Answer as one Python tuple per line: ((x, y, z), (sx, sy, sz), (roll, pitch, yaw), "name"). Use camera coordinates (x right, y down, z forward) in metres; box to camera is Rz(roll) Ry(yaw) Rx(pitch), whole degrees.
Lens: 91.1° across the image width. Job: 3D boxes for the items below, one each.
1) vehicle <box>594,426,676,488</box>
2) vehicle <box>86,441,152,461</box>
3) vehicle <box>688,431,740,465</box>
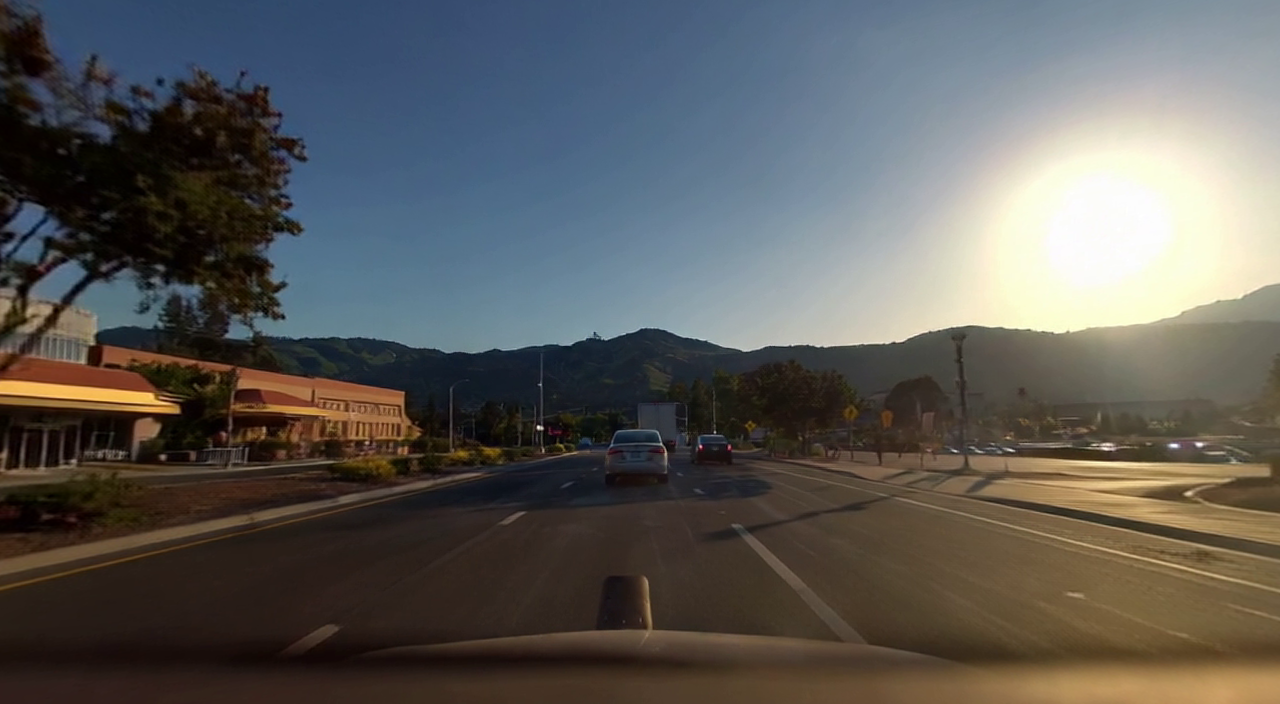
((-0.168, 3.098, 18.794), (2.193, 1.651, 3.946), (0, -8, -1), "vehicle")
((-36.681, 6.989, 44.264), (3.245, 1.338, 1.536), (4, -9, -26), "vehicle")
((3.695, 4.918, 32.284), (2.088, 1.655, 4.360), (0, -8, -1), "vehicle")
